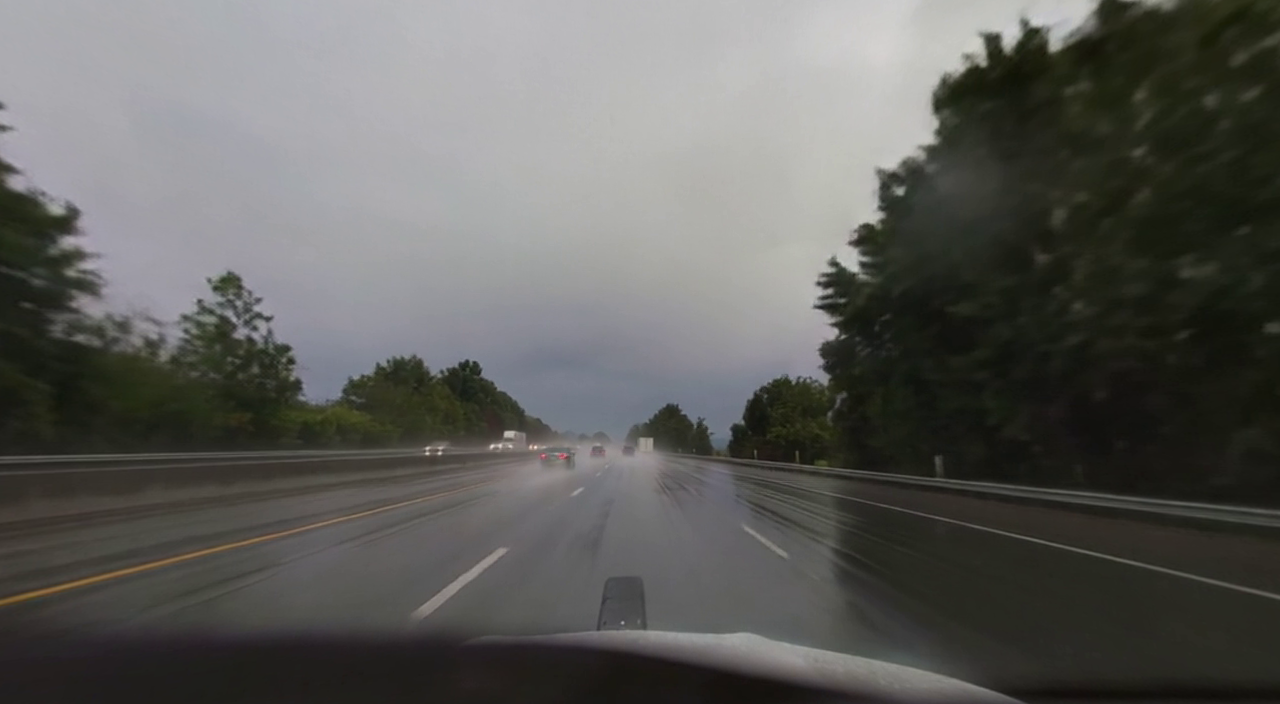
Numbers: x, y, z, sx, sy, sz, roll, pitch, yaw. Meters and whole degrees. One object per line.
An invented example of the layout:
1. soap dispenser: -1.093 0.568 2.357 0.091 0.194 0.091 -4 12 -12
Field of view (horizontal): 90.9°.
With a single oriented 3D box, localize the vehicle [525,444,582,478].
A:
1. vehicle: -4.080 5.234 30.512 2.169 1.473 4.631 0 -9 -1
